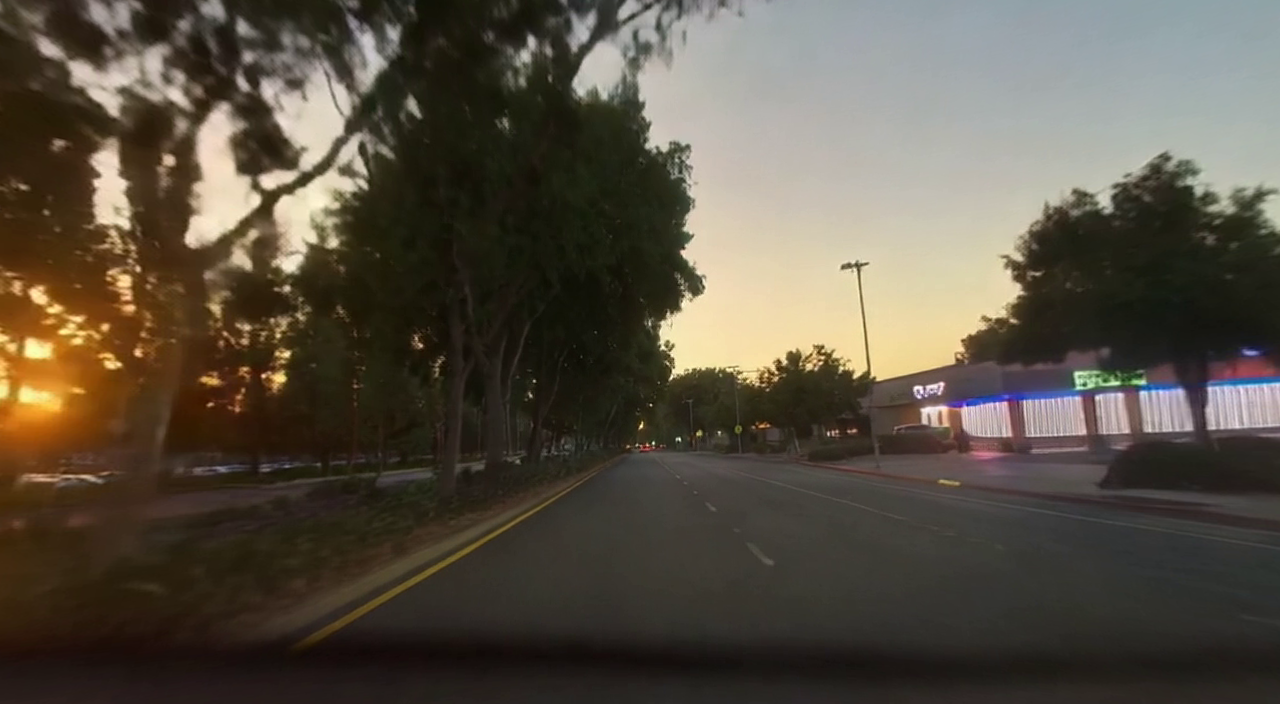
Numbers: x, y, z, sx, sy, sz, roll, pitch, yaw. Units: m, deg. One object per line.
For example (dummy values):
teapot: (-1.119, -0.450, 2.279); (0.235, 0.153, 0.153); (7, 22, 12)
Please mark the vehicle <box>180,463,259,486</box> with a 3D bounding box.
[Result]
vehicle: (-31.310, 9.126, 47.064); (4.622, 1.466, 1.842); (4, -10, -27)
